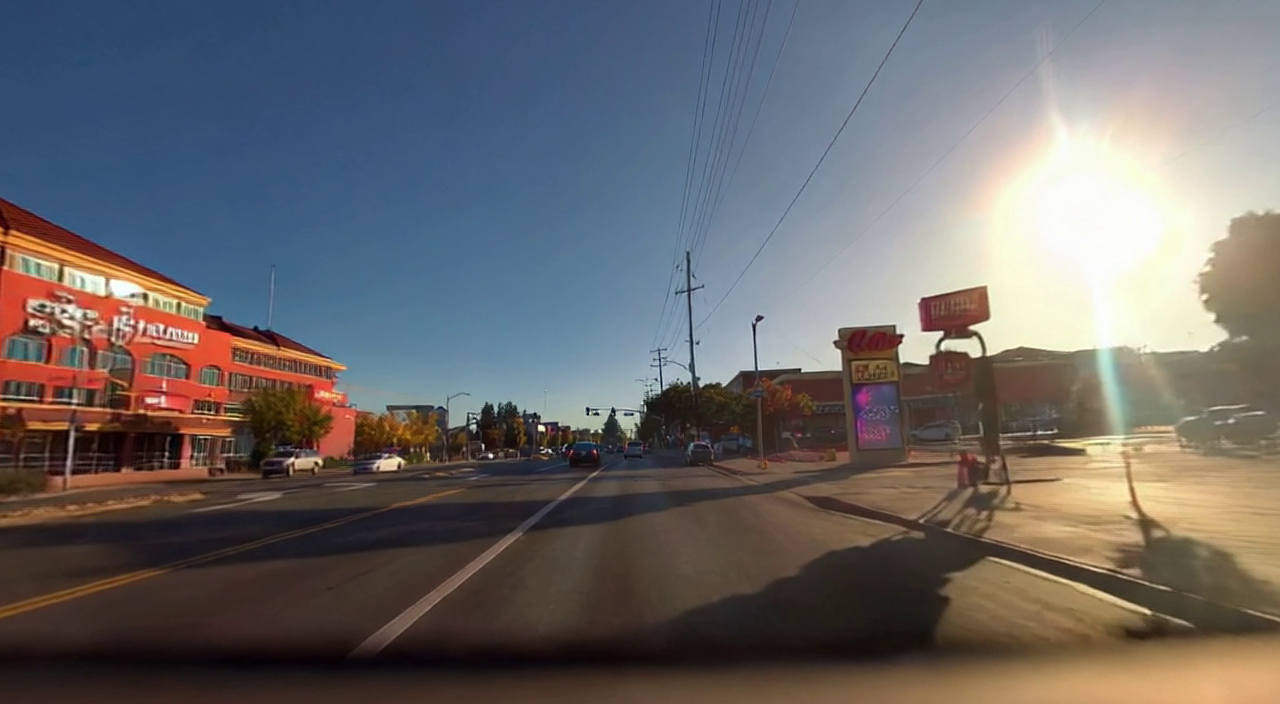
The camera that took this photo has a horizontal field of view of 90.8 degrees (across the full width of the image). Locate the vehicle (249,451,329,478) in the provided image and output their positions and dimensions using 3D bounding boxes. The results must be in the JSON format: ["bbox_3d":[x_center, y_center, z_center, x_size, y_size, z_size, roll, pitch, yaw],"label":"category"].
[{"bbox_3d":[-25.299,8.083,45.726,2.239,1.802,4.652,-4,-9,21],"label":"vehicle"}]

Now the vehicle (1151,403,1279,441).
[{"bbox_3d":[33.591,4.139,36.745,2.071,1.958,5.485,4,-10,-27],"label":"vehicle"}]

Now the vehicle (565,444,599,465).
[{"bbox_3d":[-4.282,7.658,47.436,2.179,1.490,4.742,0,-9,-1],"label":"vehicle"}]

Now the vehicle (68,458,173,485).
[{"bbox_3d":[-32.390,7.426,39.470,4.720,1.556,2.070,0,-9,1],"label":"vehicle"}]

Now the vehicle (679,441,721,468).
[{"bbox_3d":[3.525,6.131,37.983,1.922,1.507,4.824,0,-9,-1],"label":"vehicle"}]

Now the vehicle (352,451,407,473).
[{"bbox_3d":[-18.535,7.817,45.153,1.990,1.500,4.467,0,-9,0],"label":"vehicle"}]
